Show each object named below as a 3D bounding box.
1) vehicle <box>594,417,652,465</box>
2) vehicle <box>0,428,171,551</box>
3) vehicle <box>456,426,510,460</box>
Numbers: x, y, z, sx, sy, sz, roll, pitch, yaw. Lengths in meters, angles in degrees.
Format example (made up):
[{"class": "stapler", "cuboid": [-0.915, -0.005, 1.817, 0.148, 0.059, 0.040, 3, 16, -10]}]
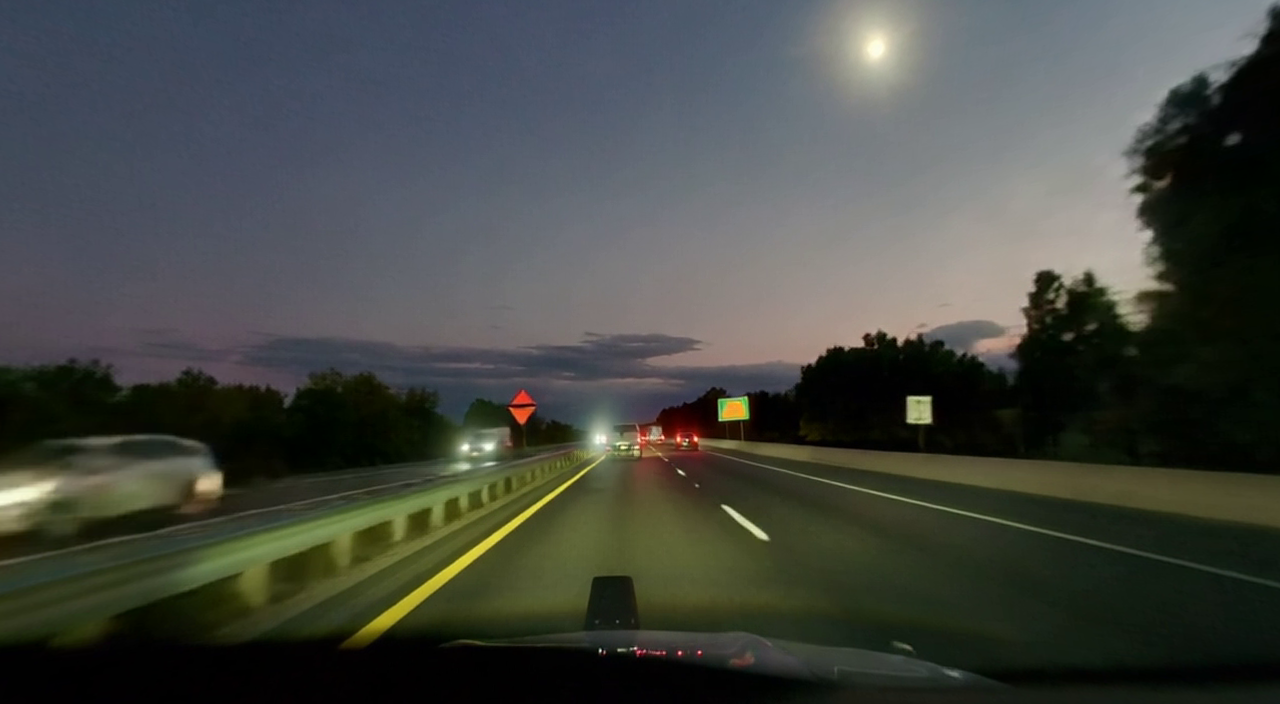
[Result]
[{"class": "vehicle", "cuboid": [-0.772, 4.103, 29.166, 2.503, 2.044, 4.633, 0, -8, -1]}, {"class": "vehicle", "cuboid": [-9.197, 1.885, 8.922, 1.939, 1.568, 4.109, 0, -8, -1]}, {"class": "vehicle", "cuboid": [-9.629, 5.625, 39.134, 2.120, 1.905, 5.052, 0, -8, -1]}]
